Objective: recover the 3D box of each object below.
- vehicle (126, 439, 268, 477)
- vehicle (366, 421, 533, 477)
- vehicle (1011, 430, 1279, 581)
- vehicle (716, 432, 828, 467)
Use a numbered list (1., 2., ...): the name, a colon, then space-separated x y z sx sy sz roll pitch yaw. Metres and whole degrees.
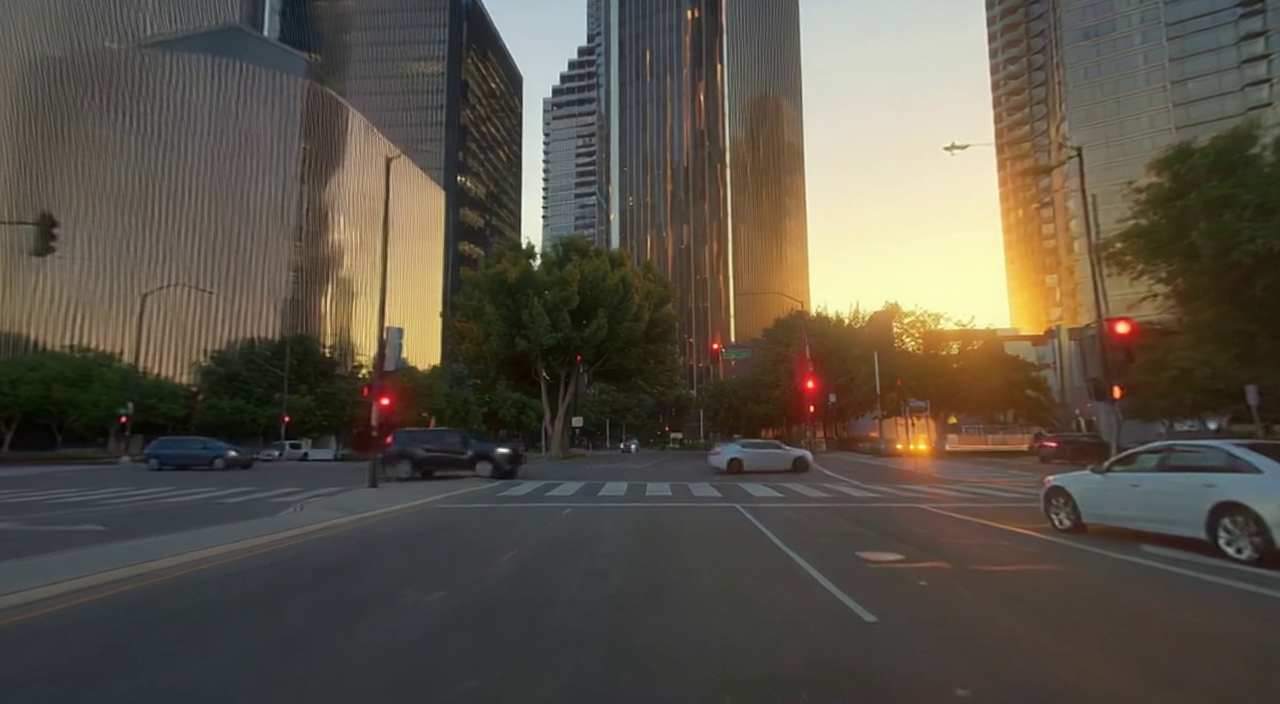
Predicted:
1. vehicle: -18.429 4.412 26.430 4.482 1.492 1.805 0 -9 -3
2. vehicle: -7.043 3.662 23.992 5.659 1.967 2.149 0 -9 -3
3. vehicle: 7.321 1.815 8.247 1.936 1.489 4.885 0 -9 -1
4. vehicle: 5.804 4.329 28.124 4.503 1.475 1.789 0 -9 -4
